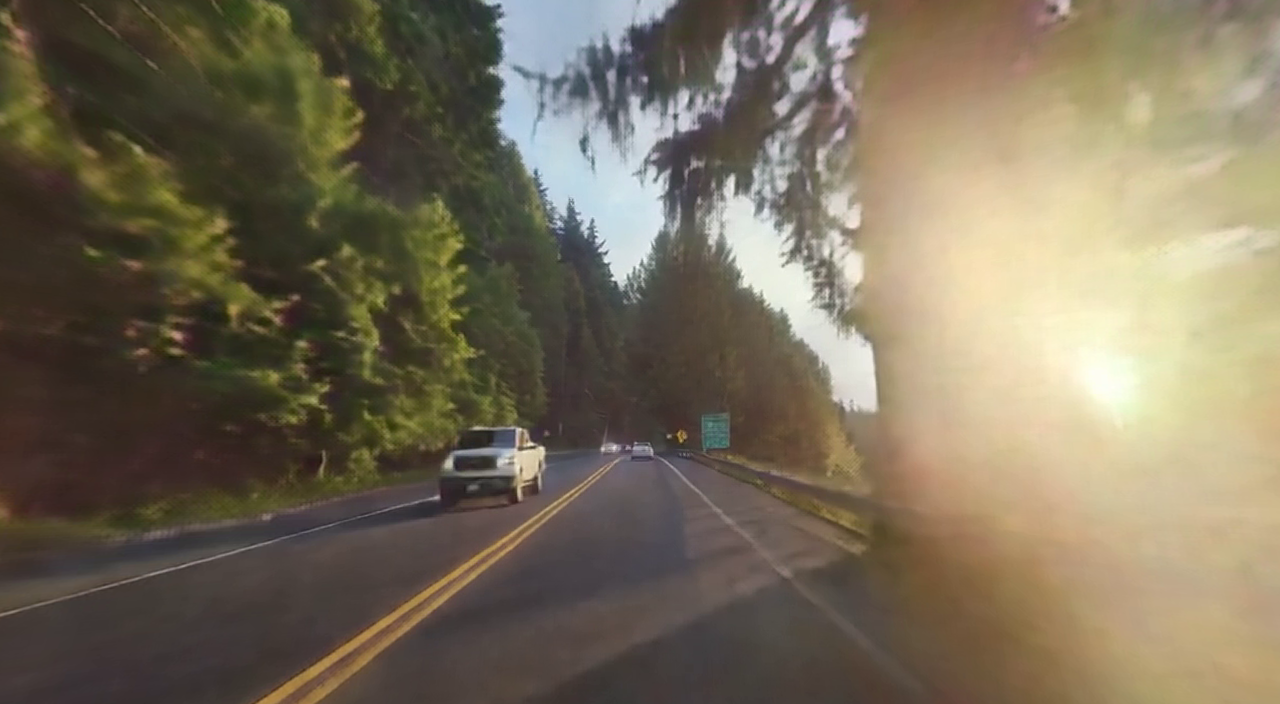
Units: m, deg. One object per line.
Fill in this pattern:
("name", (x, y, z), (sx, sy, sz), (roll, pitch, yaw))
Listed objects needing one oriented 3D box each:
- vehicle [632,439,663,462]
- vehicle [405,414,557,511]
("vehicle", (0.479, 6.841, 43.777), (2.067, 1.486, 3.861), (0, -9, 0))
("vehicle", (-3.885, 2.870, 16.847), (2.441, 2.113, 5.738), (0, -9, 1))
